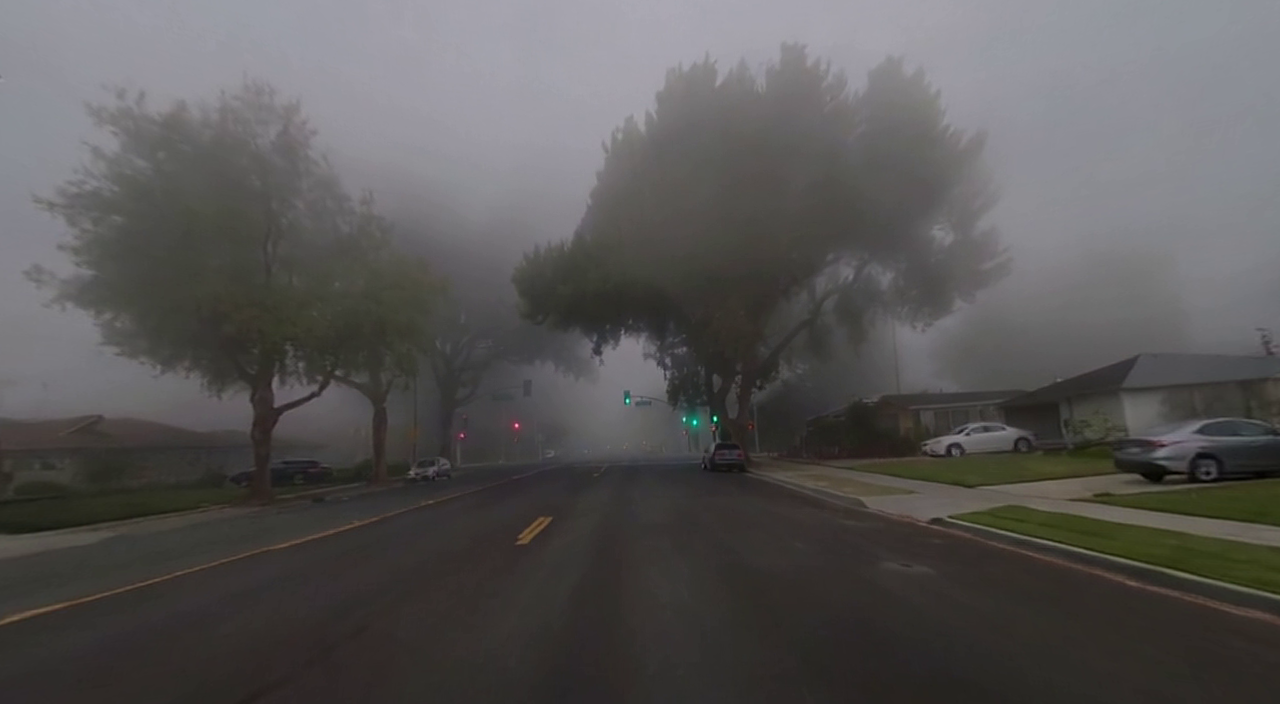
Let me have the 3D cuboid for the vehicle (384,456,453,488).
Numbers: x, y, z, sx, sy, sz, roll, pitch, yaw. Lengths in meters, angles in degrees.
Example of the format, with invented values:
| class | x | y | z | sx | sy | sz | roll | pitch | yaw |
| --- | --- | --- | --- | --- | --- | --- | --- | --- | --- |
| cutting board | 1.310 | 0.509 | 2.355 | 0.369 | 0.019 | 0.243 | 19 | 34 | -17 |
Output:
| class | x | y | z | sx | sy | sz | roll | pitch | yaw |
| --- | --- | --- | --- | --- | --- | --- | --- | --- | --- |
| vehicle | -11.829 | 6.427 | 34.063 | 2.029 | 1.550 | 4.562 | 0 | -9 | 1 |

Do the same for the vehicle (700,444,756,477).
| class | x | y | z | sx | sy | sz | roll | pitch | yaw |
| --- | --- | --- | --- | --- | --- | --- | --- | --- | --- |
| vehicle | 4.228 | 5.311 | 31.135 | 1.963 | 1.477 | 4.804 | 0 | -9 | -1 |

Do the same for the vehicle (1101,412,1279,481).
| class | x | y | z | sx | sy | sz | roll | pitch | yaw |
| --- | --- | --- | --- | --- | --- | --- | --- | --- | --- |
| vehicle | 13.450 | 2.135 | 14.302 | 4.564 | 1.437 | 1.796 | 0 | -9 | 0 |

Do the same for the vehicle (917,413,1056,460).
| class | x | y | z | sx | sy | sz | roll | pitch | yaw |
| --- | --- | --- | --- | --- | --- | --- | --- | --- | --- |
| vehicle | 14.333 | 3.533 | 26.339 | 4.500 | 1.875 | 2.046 | 0 | -9 | -1 |

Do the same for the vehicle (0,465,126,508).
| class | x | y | z | sx | sy | sz | roll | pitch | yaw |
| --- | --- | --- | --- | --- | --- | --- | --- | --- | --- |
| vehicle | -23.660 | 5.442 | 25.753 | 3.775 | 1.531 | 1.847 | -1 | -8 | -1 |
